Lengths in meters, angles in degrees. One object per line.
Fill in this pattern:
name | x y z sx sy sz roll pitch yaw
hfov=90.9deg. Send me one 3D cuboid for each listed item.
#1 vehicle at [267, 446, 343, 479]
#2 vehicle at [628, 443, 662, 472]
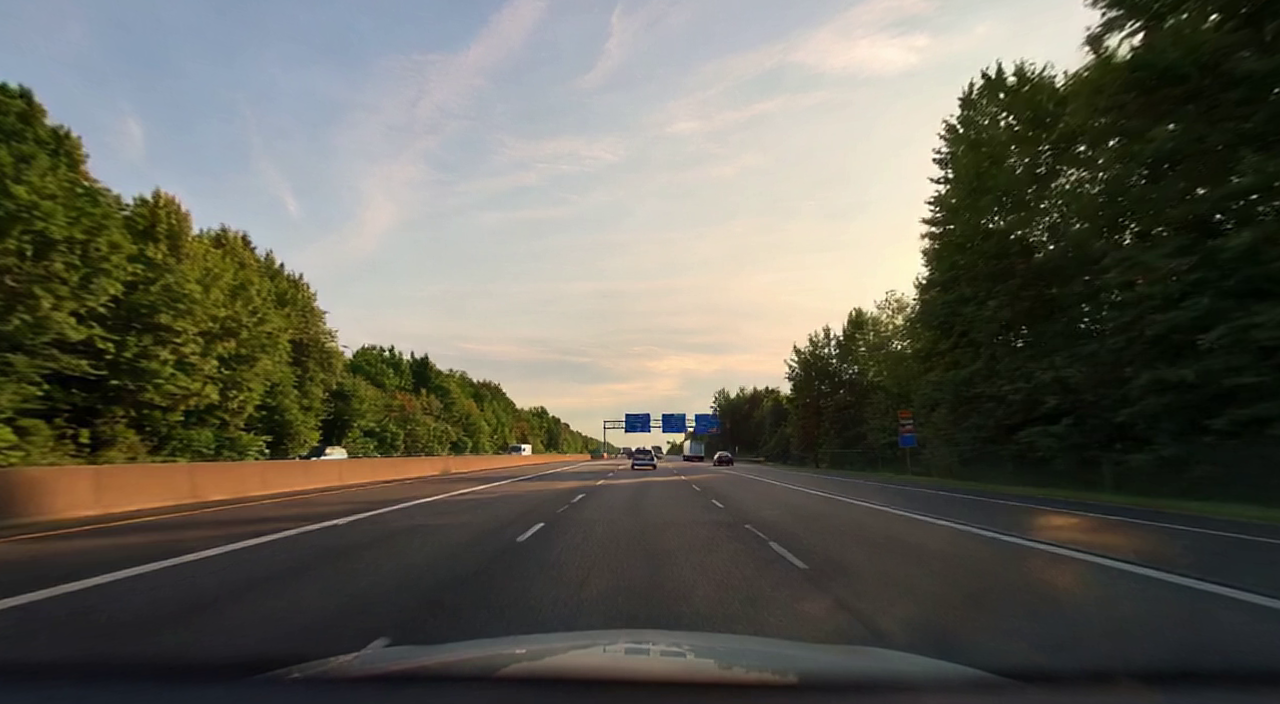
vehicle | -22.015 7.272 41.696 2.304 2.014 4.802 0 -9 1
vehicle | 0.319 7.096 42.403 2.167 1.847 4.097 0 -9 0
